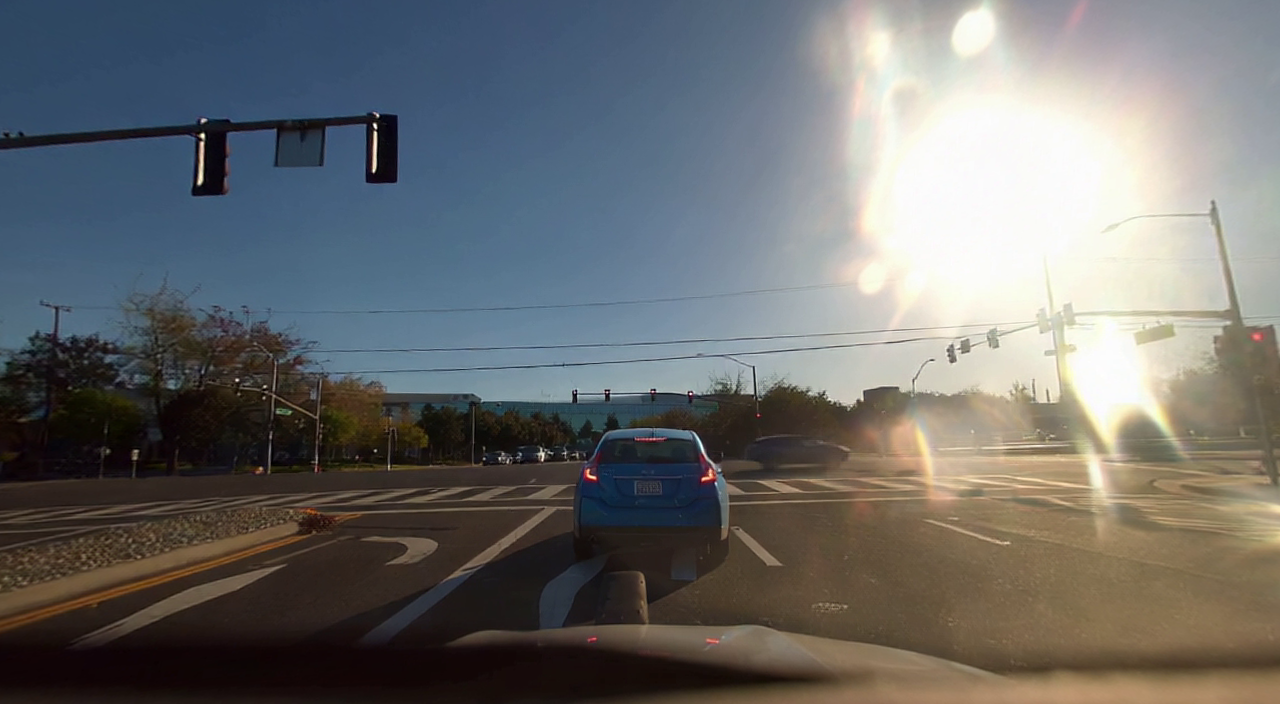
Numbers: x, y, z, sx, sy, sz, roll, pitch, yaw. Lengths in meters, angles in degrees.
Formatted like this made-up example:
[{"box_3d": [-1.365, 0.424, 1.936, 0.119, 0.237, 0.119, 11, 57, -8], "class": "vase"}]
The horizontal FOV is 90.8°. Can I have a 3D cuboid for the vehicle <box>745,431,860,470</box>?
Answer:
[{"box_3d": [8.117, 4.967, 31.964, 5.247, 1.889, 2.050, 0, -9, 1], "class": "vehicle"}]

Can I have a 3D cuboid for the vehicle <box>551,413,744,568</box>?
[{"box_3d": [0.039, 1.757, 8.711, 2.027, 1.626, 3.942, 0, -8, -1], "class": "vehicle"}]
